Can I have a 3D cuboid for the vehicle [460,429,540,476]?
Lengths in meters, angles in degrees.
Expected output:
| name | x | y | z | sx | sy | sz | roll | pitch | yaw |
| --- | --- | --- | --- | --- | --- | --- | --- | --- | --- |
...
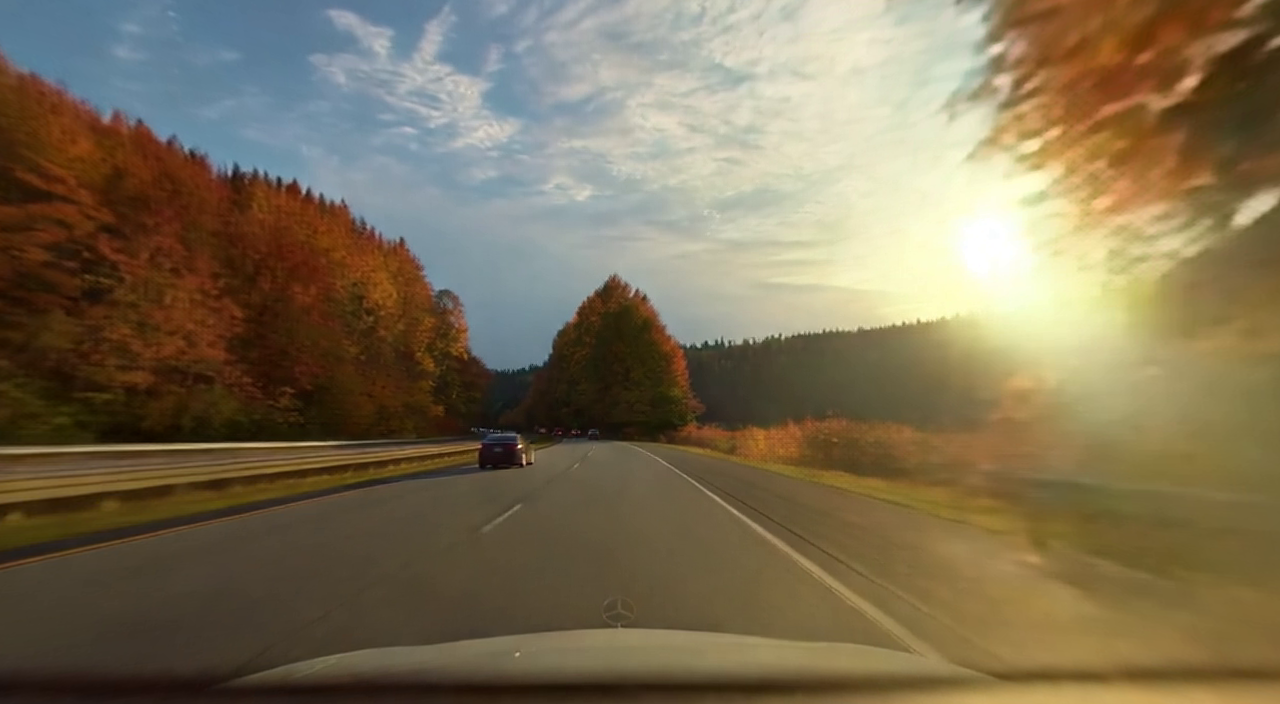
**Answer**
| name | x | y | z | sx | sy | sz | roll | pitch | yaw |
| --- | --- | --- | --- | --- | --- | --- | --- | --- | --- |
| vehicle | -5.060 | 3.667 | 23.381 | 2.073 | 1.559 | 4.393 | 0 | -8 | -2 |
